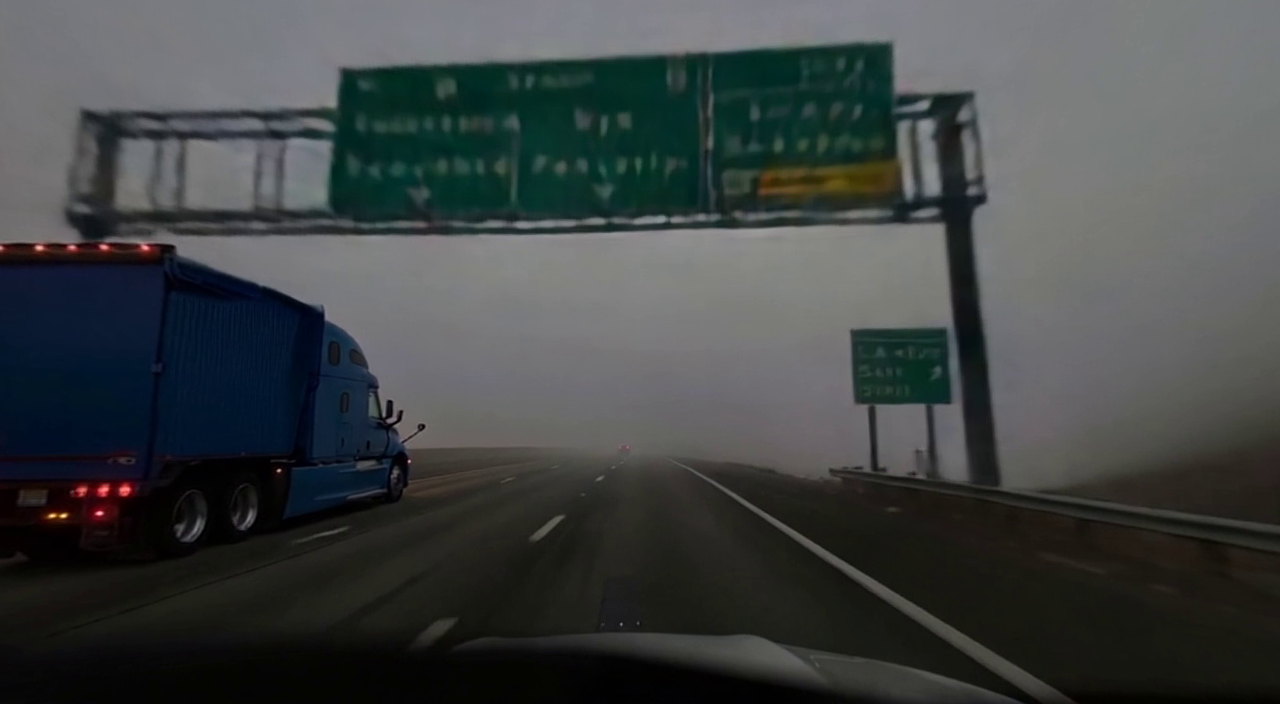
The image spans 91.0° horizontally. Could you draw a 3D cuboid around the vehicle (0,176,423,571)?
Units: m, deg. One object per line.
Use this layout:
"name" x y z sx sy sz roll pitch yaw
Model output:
"vehicle" -6.836 0.763 10.563 2.996 3.947 8.600 0 -9 2
